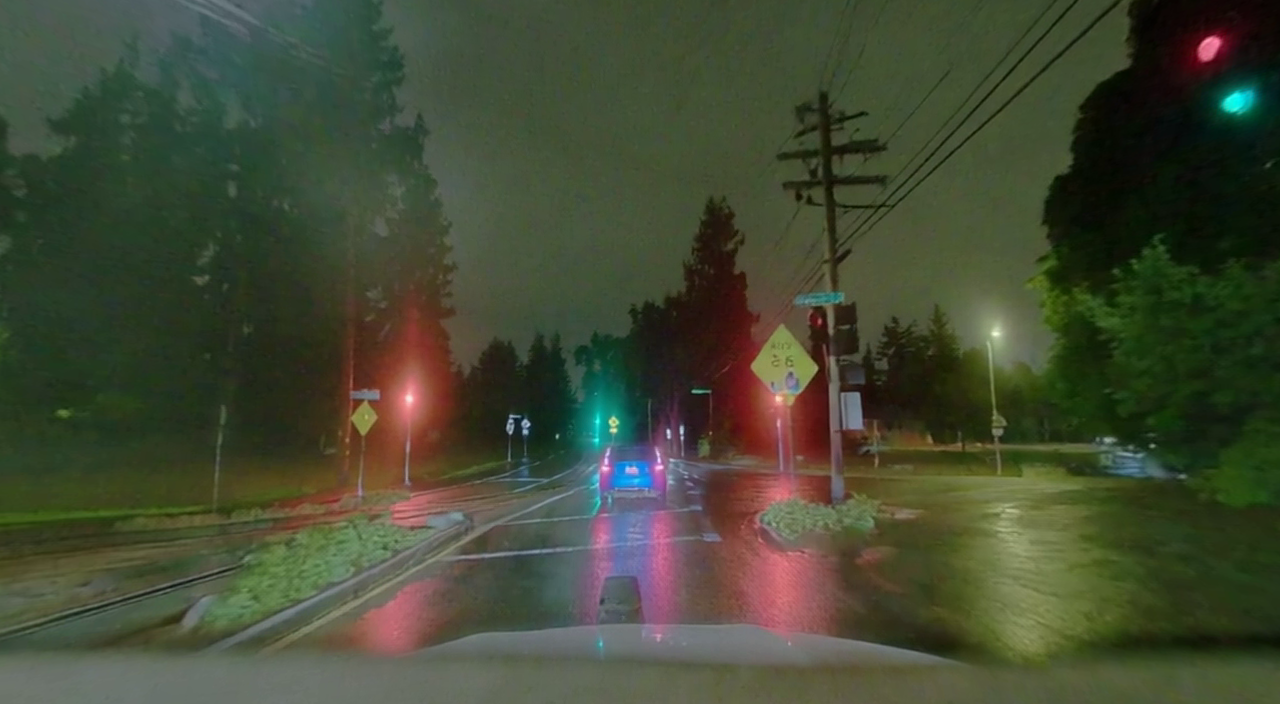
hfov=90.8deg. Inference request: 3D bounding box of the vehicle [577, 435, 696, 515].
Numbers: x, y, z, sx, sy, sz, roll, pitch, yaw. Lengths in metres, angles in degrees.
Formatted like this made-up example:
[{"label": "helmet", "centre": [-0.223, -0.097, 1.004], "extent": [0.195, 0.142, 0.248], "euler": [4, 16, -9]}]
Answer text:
[{"label": "vehicle", "centre": [0.033, 2.681, 14.419], "extent": [2.295, 1.510, 4.364], "euler": [0, -8, 3]}]
